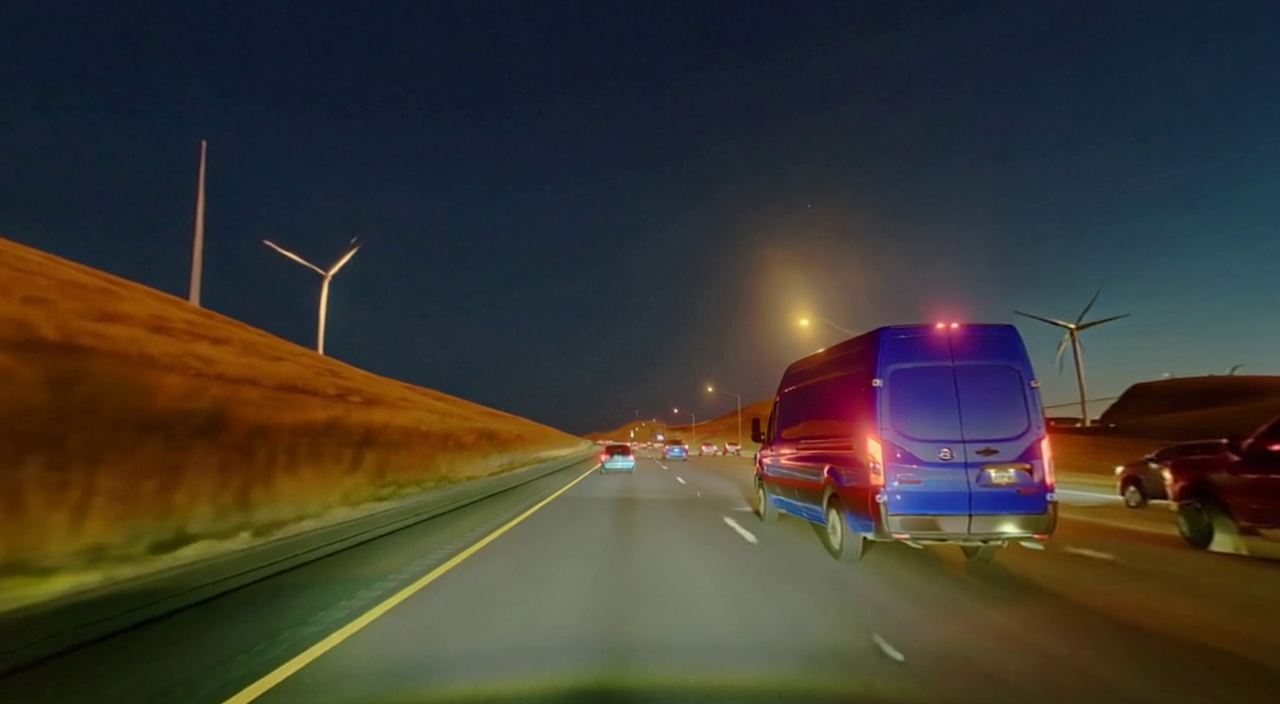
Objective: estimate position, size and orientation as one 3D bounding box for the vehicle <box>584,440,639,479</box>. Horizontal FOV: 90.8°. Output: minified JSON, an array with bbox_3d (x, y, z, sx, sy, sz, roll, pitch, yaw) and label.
[{"bbox_3d":[-1.079,4.309,25.634,2.082,1.445,3.826,0,-8,0],"label":"vehicle"}]

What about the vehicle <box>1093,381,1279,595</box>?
[{"bbox_3d":[6.594,1.068,4.694,2.070,1.833,5.811,0,-8,-1],"label":"vehicle"}]

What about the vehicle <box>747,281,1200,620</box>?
[{"bbox_3d":[3.033,1.143,7.801,2.365,2.630,5.754,0,-8,0],"label":"vehicle"}]

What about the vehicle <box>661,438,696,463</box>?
[{"bbox_3d":[2.739,7.072,45.550,2.108,1.717,3.996,0,-8,-2],"label":"vehicle"}]

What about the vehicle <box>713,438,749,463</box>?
[{"bbox_3d":[6.407,6.991,45.083,1.864,1.689,4.206,0,-8,-1],"label":"vehicle"}]
